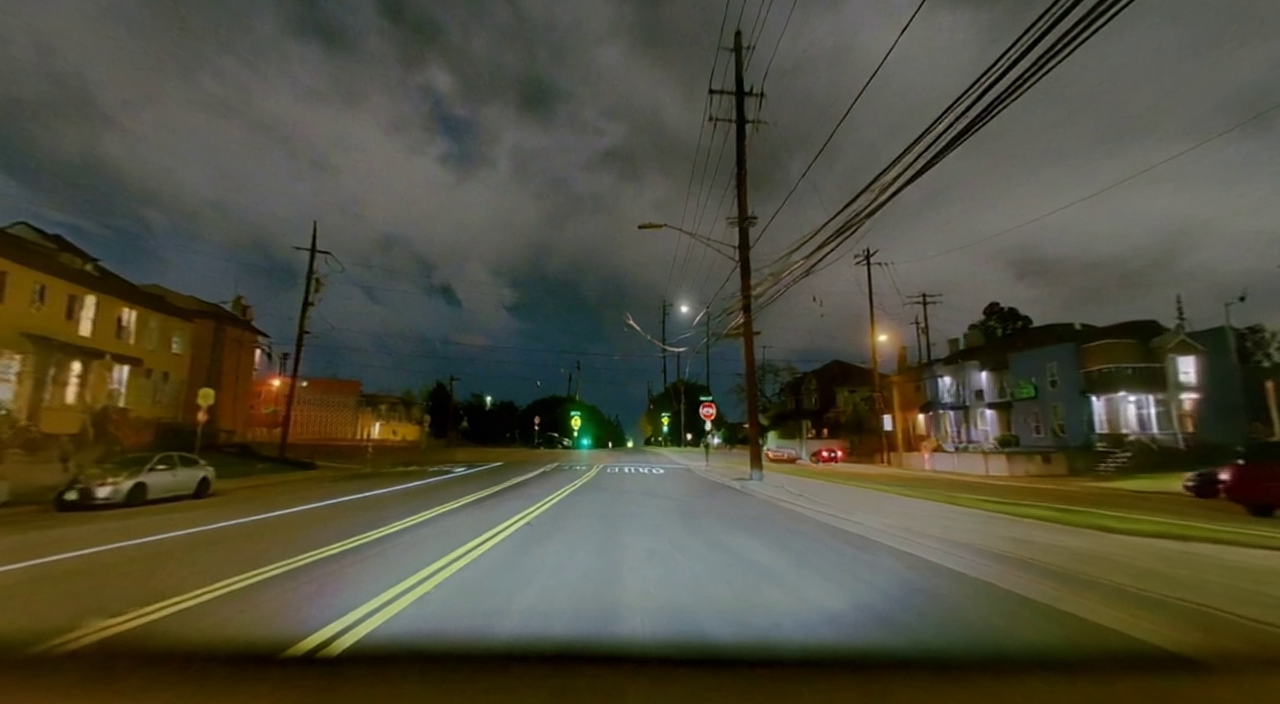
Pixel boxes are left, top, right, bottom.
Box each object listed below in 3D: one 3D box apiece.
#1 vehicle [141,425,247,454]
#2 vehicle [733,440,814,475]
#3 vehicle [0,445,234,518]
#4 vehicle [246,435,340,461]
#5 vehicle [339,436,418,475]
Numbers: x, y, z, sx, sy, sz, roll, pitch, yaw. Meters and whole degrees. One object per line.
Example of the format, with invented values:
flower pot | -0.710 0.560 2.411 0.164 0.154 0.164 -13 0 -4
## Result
vehicle | -27.317 5.404 38.852 4.842 1.690 1.938 1 -9 -9
vehicle | 6.253 5.014 30.241 2.081 1.496 4.490 2 -9 -13
vehicle | -12.316 3.022 15.438 1.957 1.459 4.913 1 -9 -6
vehicle | -21.624 6.013 39.562 4.647 1.515 2.009 1 -9 -6
vehicle | -13.049 5.210 31.922 1.940 1.789 5.086 0 -8 -2
